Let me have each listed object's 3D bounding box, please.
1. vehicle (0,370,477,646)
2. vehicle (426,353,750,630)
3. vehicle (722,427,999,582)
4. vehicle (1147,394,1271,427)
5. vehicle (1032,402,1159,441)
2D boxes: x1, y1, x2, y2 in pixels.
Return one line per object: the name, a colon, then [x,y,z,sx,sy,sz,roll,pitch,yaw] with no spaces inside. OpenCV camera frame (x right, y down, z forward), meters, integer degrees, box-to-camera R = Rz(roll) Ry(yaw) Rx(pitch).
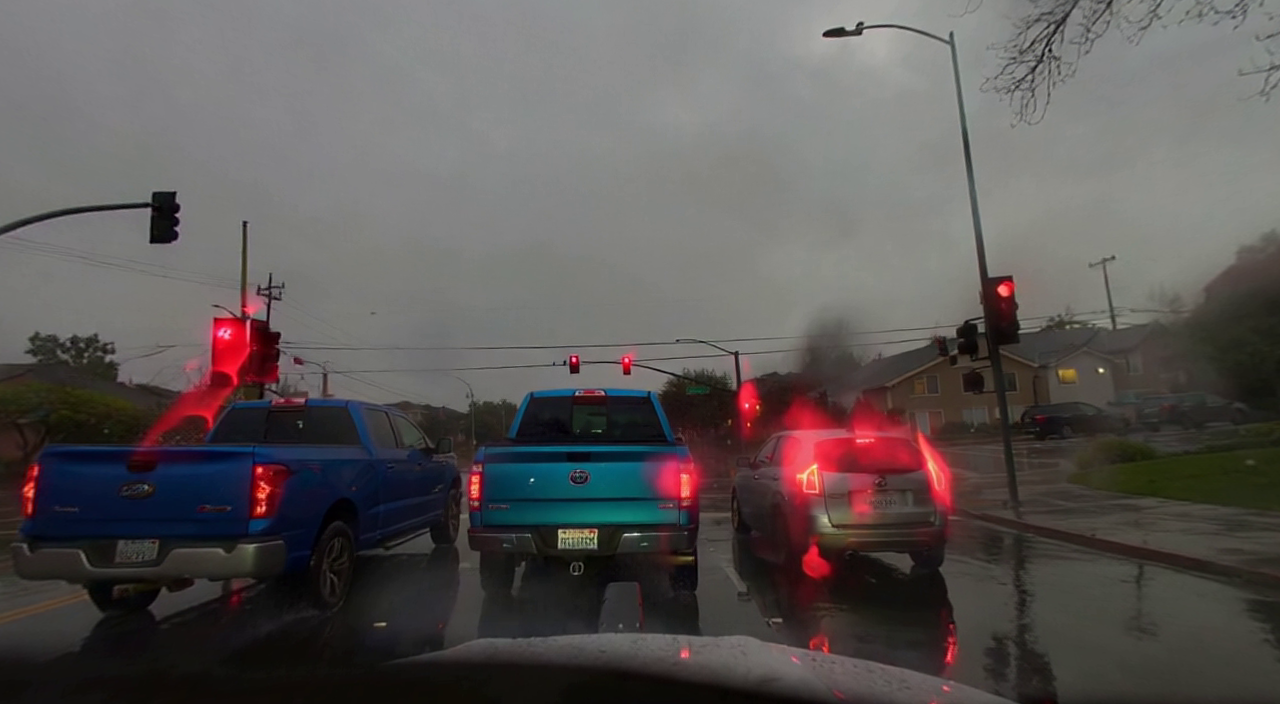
vehicle: [-3.458,1.414,6.850,2.146,1.828,5.148,0,-9,-2]
vehicle: [-0.389,1.309,6.771,2.282,1.964,4.421,0,-9,-1]
vehicle: [2.421,1.803,8.332,2.016,1.481,4.336,0,-9,-1]
vehicle: [29.340,3.043,32.662,4.540,1.543,1.803,0,-9,1]
vehicle: [23.302,3.592,32.472,4.721,1.866,2.188,0,-9,2]
